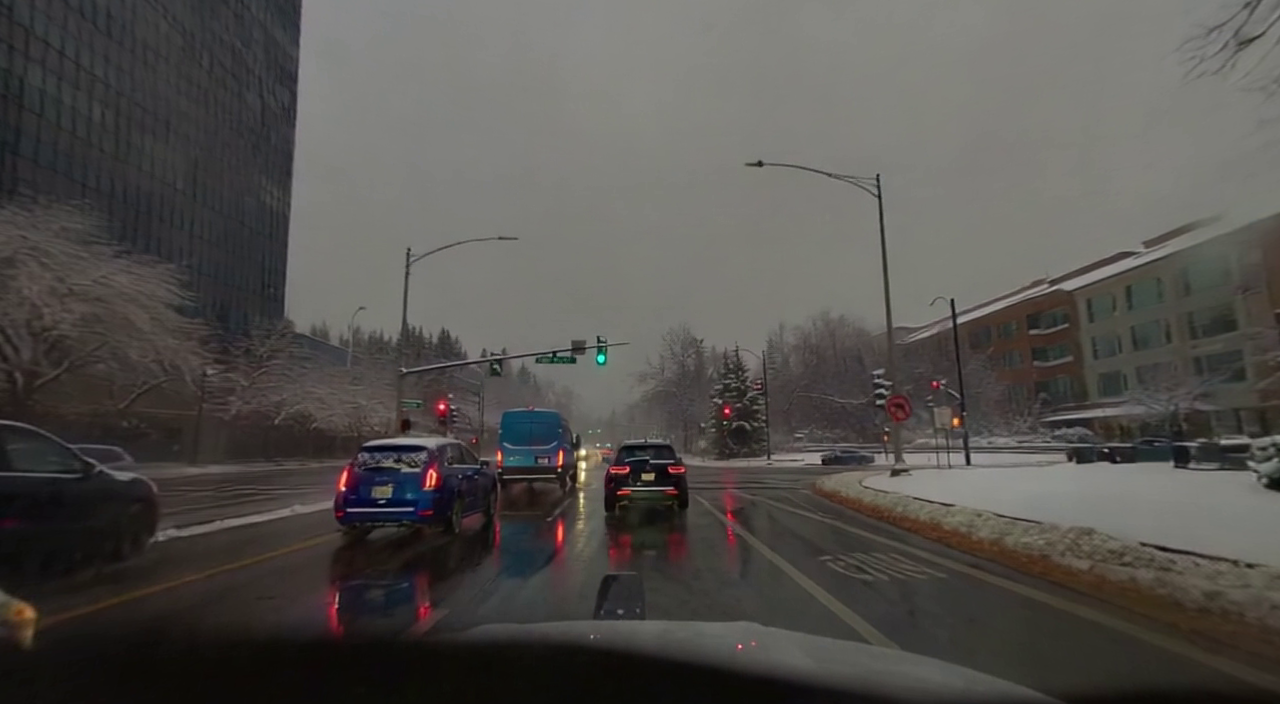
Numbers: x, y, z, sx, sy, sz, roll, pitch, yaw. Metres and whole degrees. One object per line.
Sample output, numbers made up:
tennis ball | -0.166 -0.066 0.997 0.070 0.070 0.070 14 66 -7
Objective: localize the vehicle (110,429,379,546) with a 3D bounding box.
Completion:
vehicle | -6.809 2.358 11.549 2.022 1.706 4.336 -1 -9 1

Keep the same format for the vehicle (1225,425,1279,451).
vehicle | 37.459 5.213 37.844 1.754 1.501 3.833 -4 -10 23

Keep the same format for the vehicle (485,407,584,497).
vehicle | -3.363 3.385 21.356 2.343 2.635 5.684 0 -9 0

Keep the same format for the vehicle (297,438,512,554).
vehicle | -3.558 2.237 10.454 1.955 1.499 4.223 0 -9 0

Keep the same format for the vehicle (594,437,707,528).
vehicle | 0.204 2.594 12.927 1.979 1.562 3.630 -1 -9 1

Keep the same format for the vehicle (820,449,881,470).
vehicle | 16.174 8.255 48.249 3.988 1.518 1.824 0 -9 -2

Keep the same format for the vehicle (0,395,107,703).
vehicle | -2.906 0.641 0.303 1.893 1.491 3.798 0 -9 1
